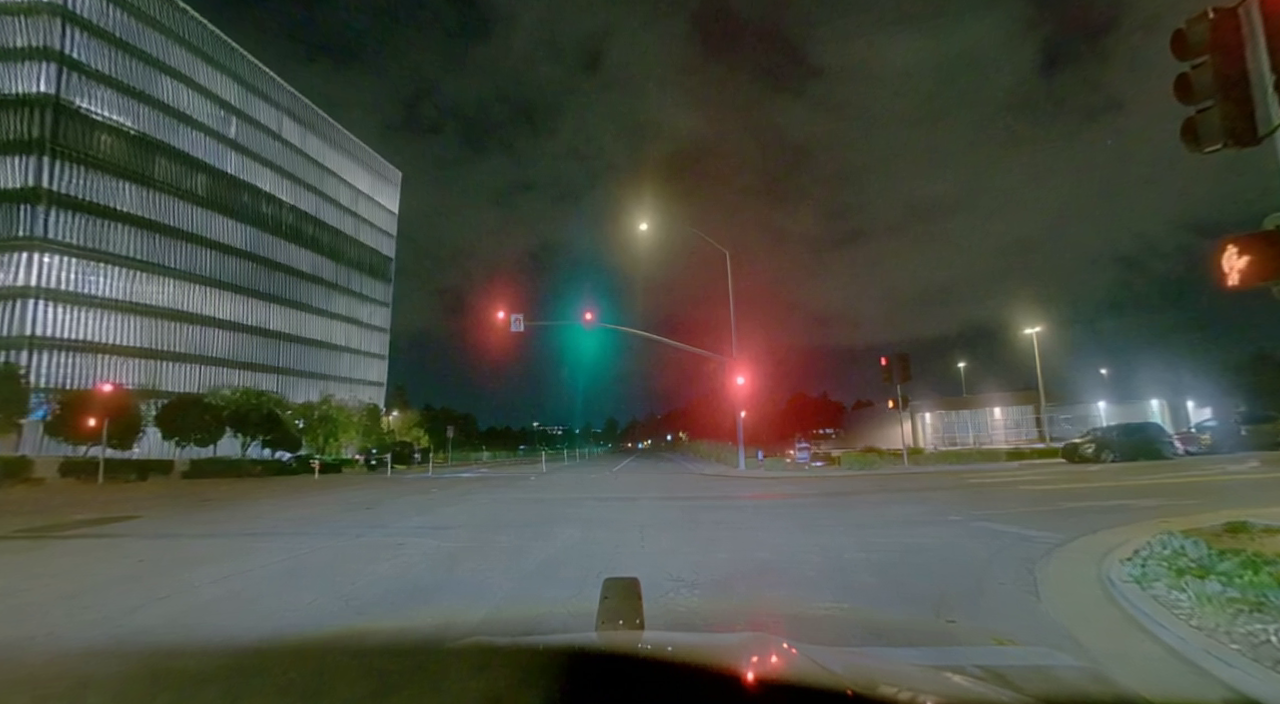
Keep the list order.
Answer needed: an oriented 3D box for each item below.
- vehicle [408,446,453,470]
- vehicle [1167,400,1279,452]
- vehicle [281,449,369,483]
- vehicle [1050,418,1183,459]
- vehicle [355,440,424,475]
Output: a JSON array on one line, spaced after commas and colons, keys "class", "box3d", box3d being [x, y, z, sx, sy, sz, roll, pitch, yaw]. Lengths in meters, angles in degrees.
[{"class": "vehicle", "box3d": [-15.157, 7.669, 45.750, 1.932, 1.605, 4.146, 1, -9, -2]}, {"class": "vehicle", "box3d": [24.404, 3.023, 25.197, 2.109, 1.836, 5.080, -2, -10, -1]}, {"class": "vehicle", "box3d": [-14.808, 5.347, 29.898, 1.790, 1.437, 4.349, 0, -9, 2]}, {"class": "vehicle", "box3d": [19.066, 3.526, 25.504, 1.834, 1.480, 4.458, 0, -9, -1]}, {"class": "vehicle", "box3d": [-14.888, 6.298, 37.729, 2.091, 1.915, 5.040, 0, -9, -1]}]
